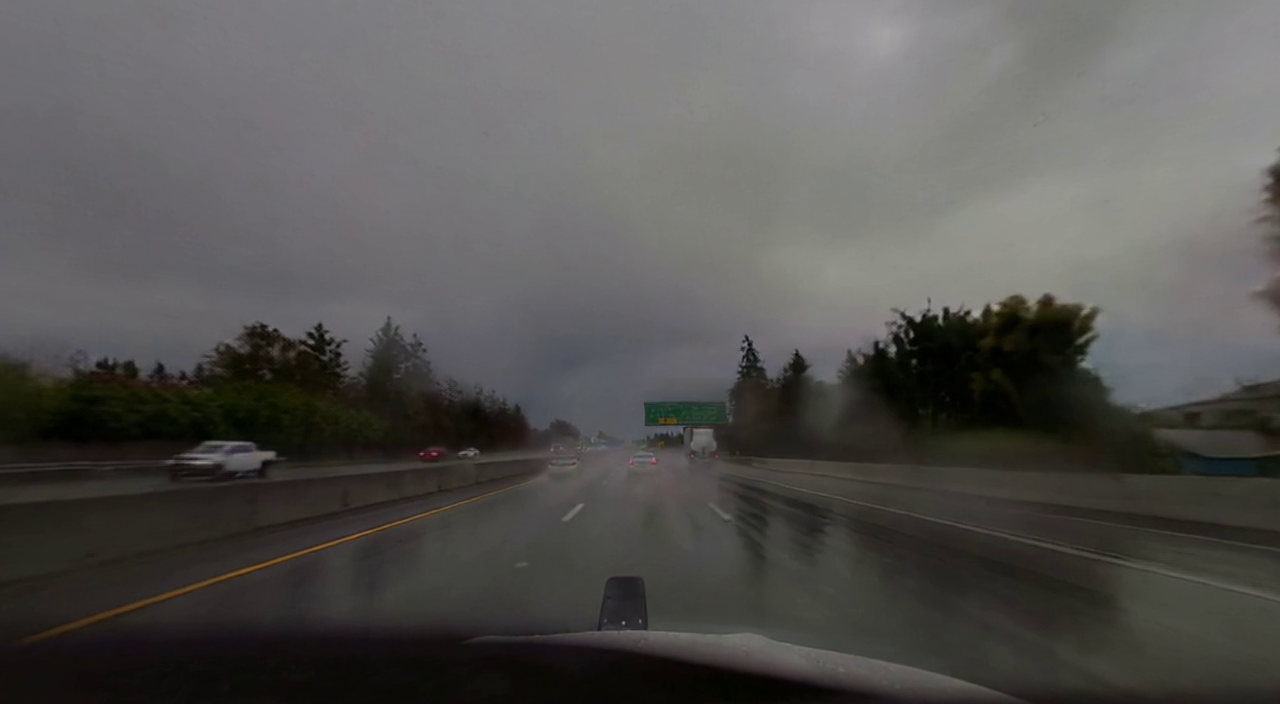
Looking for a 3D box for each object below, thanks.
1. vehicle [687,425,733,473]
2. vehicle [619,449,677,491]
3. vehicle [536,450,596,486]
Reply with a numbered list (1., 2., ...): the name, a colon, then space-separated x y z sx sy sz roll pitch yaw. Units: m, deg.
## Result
1. vehicle: 4.852 6.616 42.746 2.650 2.978 6.937 -2 -10 9
2. vehicle: 0.265 4.634 25.077 2.089 1.516 4.191 0 -9 -1
3. vehicle: -3.221 5.115 28.182 2.105 1.467 4.099 0 -9 1
